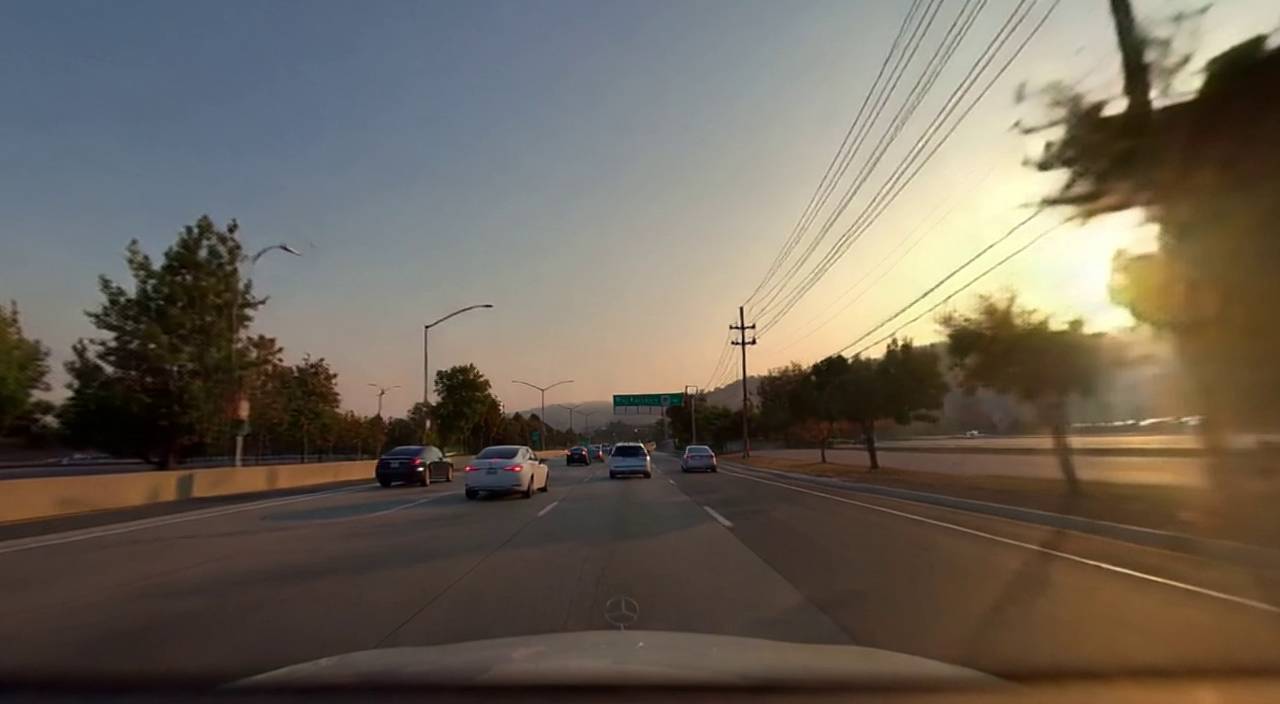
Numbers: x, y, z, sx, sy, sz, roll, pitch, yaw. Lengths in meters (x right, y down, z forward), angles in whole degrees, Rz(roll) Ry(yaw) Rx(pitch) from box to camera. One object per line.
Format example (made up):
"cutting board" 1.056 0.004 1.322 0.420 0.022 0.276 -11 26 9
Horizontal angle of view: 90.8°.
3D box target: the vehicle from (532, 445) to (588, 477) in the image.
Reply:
"vehicle" -3.852 5.305 31.176 2.203 1.425 4.610 0 -8 0

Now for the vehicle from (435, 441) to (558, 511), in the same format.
"vehicle" -3.305 2.937 15.534 1.958 1.447 4.454 0 -8 0

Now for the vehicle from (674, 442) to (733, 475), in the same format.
"vehicle" 2.965 5.055 30.356 2.197 1.464 4.356 0 -8 -2

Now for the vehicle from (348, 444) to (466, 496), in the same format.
"vehicle" -7.185 3.659 20.098 1.959 1.435 4.719 0 -8 0

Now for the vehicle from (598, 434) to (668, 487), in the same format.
"vehicle" -0.256 3.876 22.906 2.284 1.699 4.168 0 -8 -1
